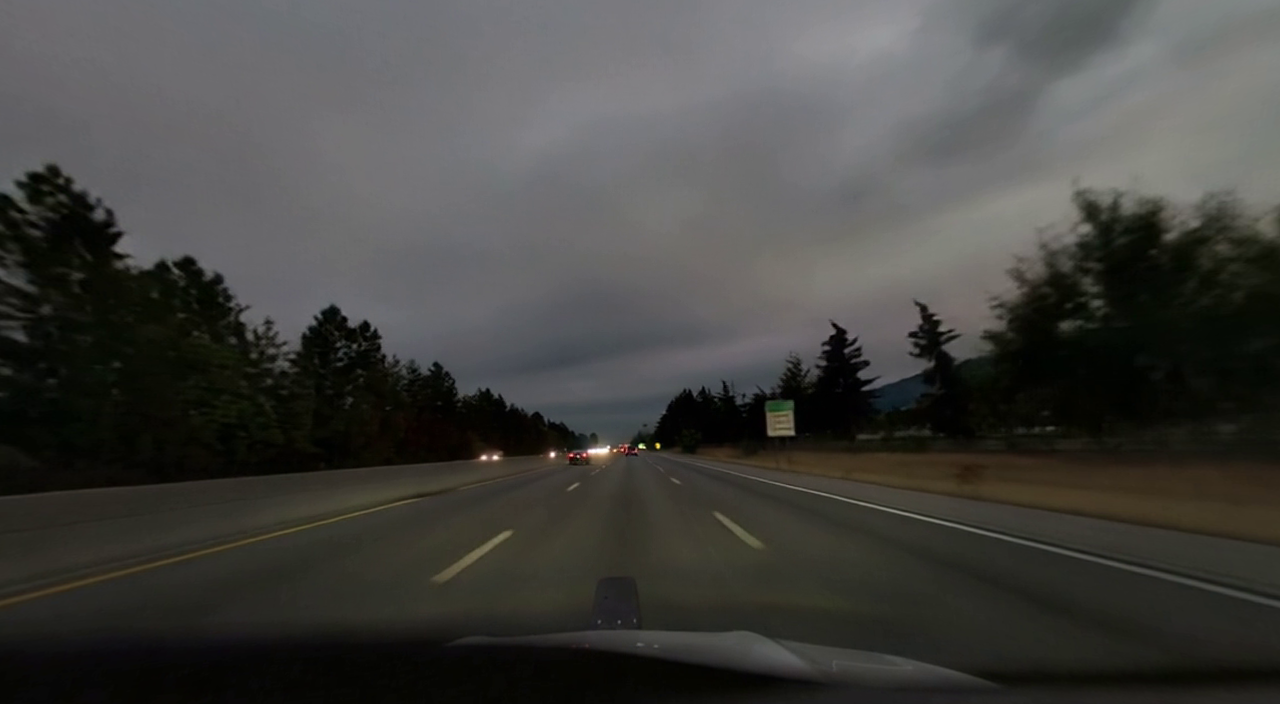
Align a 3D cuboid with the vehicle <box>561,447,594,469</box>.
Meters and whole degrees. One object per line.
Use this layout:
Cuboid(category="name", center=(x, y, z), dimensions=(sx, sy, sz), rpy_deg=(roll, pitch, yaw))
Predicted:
Cuboid(category="vehicle", center=(-4.283, 7.351, 43.787), dimensions=(1.970, 1.492, 3.944), rpy_deg=(0, -9, -1))
